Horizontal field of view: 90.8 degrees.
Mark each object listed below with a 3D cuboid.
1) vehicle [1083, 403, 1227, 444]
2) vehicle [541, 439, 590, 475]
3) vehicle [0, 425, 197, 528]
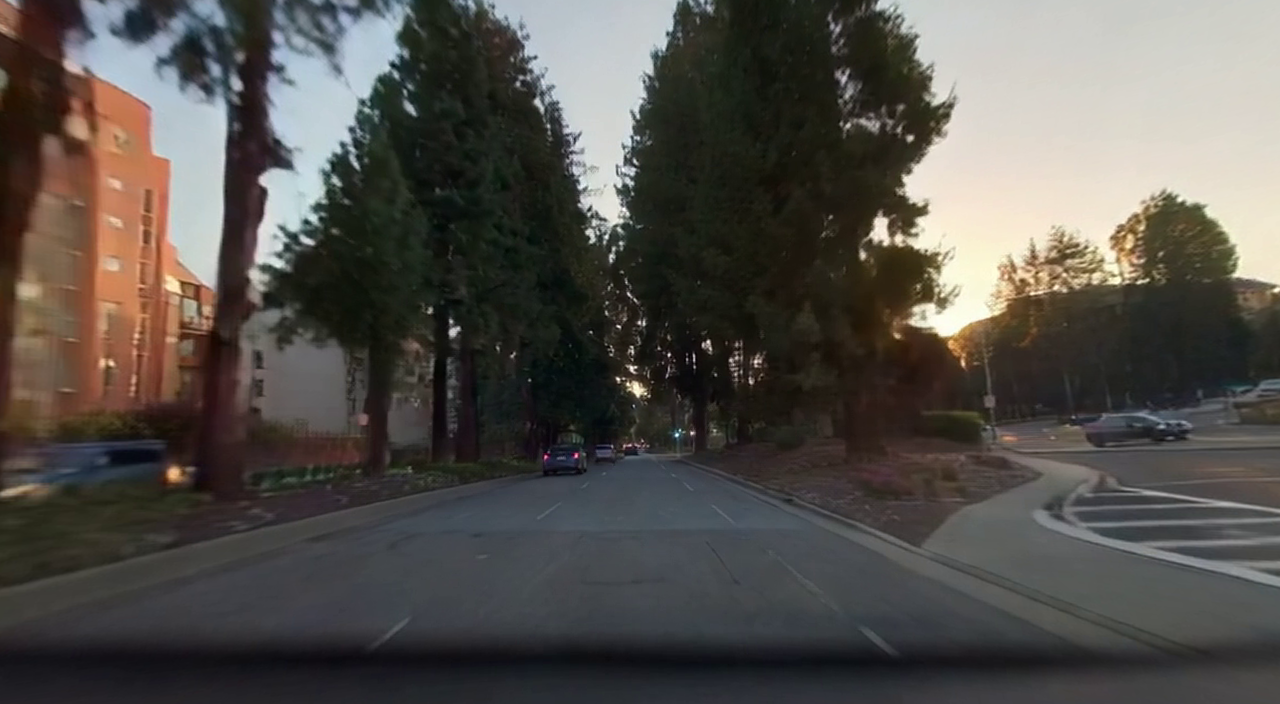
[{"bbox_3d":[25.069,3.618,31.160,2.195,1.814,5.872,0,-8,1],"label":"vehicle"},{"bbox_3d":[-3.806,5.429,32.906,1.959,1.741,4.141,0,-8,1],"label":"vehicle"},{"bbox_3d":[-12.217,2.557,13.560,2.071,1.817,4.634,0,-8,-1],"label":"vehicle"}]
